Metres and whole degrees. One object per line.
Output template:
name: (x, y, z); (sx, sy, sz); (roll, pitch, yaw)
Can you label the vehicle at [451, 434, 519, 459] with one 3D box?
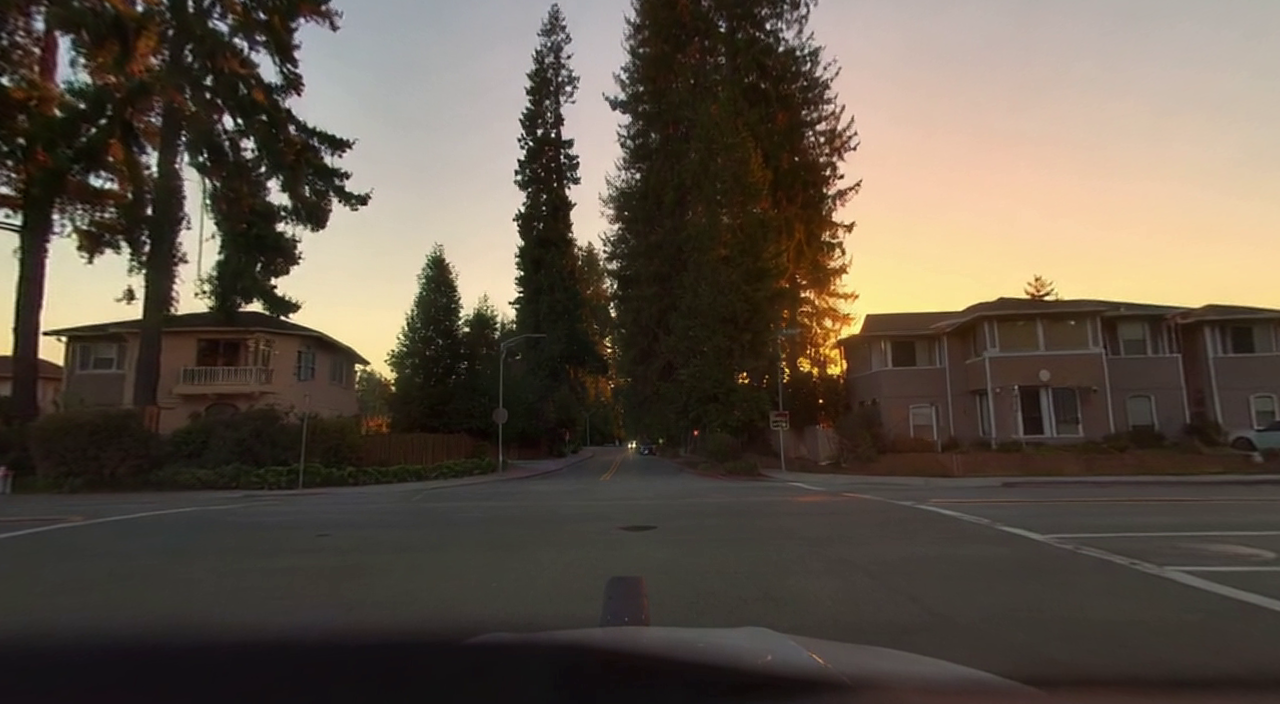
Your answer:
vehicle: (-11.672, 7.123, 47.544); (4.622, 1.782, 1.836); (0, -8, 1)
